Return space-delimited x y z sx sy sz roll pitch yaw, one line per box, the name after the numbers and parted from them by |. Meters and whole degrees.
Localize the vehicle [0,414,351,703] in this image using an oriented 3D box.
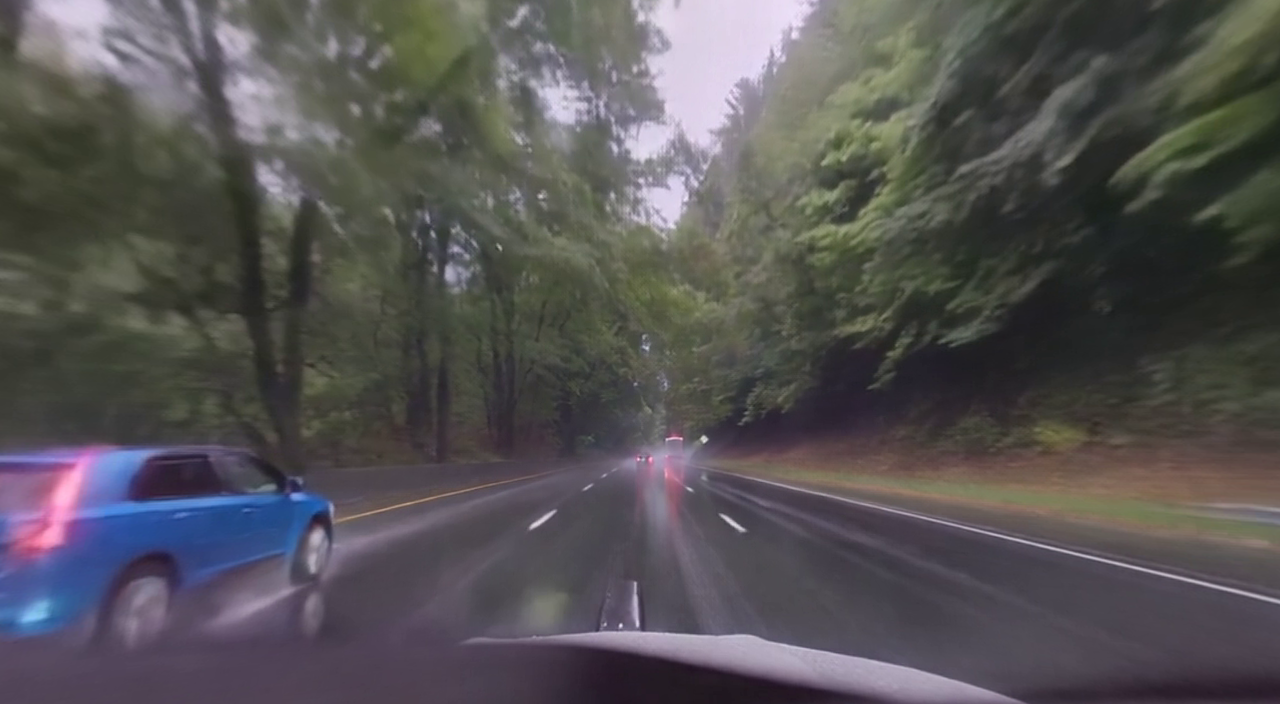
-4.124 1.354 4.842 1.927 1.530 3.874 -1 -9 0 | vehicle
